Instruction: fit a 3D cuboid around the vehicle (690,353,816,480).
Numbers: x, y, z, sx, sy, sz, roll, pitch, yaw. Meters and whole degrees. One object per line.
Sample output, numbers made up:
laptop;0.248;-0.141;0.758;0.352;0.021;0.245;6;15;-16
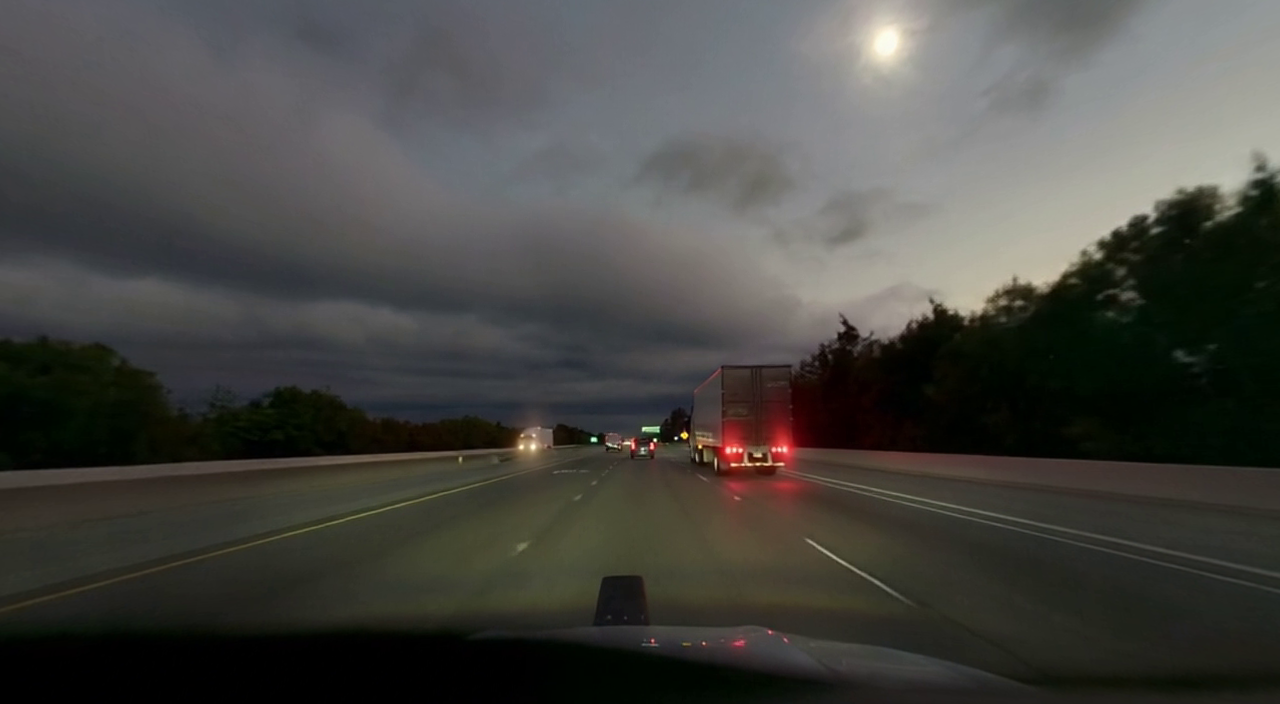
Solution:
vehicle;4.248;3.081;27.694;3.005;4.131;14.221;0;-8;0

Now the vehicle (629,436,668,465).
vehicle;0.564;5.896;37.894;2.139;1.607;4.034;-1;-8;3
